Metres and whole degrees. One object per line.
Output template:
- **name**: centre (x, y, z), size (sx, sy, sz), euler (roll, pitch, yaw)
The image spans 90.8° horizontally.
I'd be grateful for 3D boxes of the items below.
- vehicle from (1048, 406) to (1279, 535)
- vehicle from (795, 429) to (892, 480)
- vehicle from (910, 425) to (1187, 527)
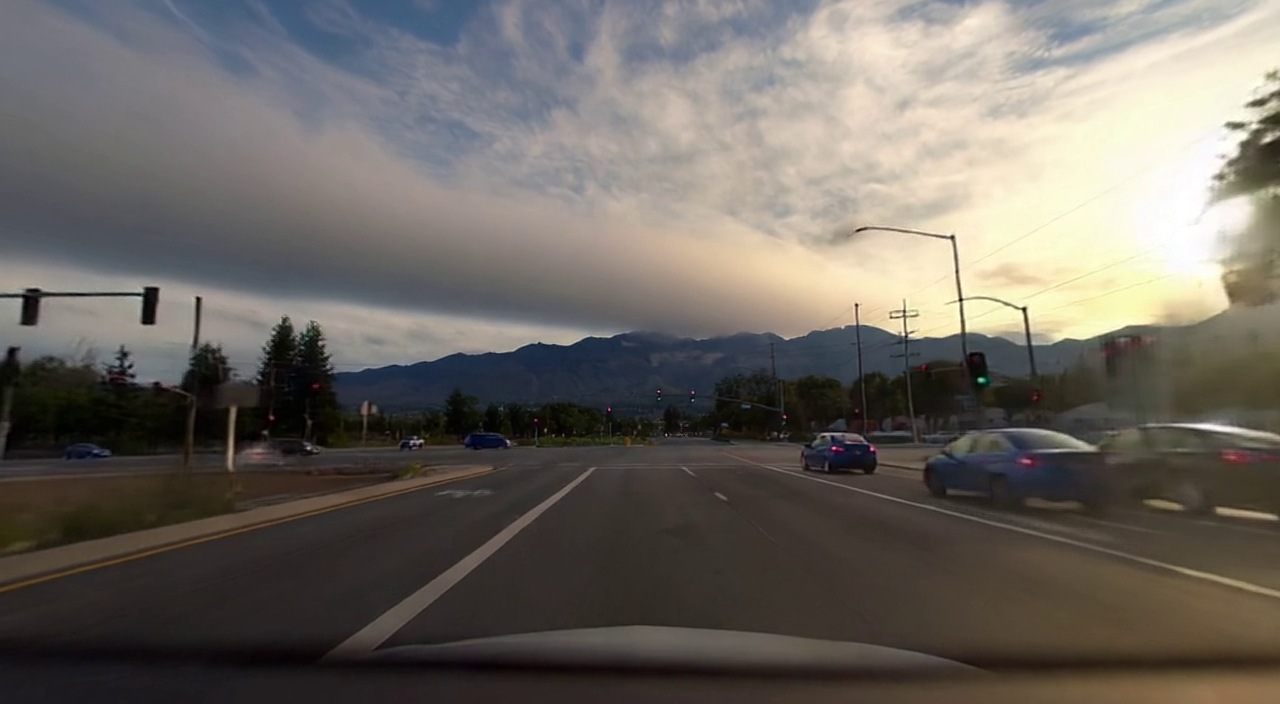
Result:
- **vehicle**: centre (9.663, 1.981, 11.084), size (1.977, 1.773, 4.646), euler (0, -8, 2)
- **vehicle**: centre (6.978, 3.560, 22.228), size (1.899, 1.570, 4.666), euler (0, -8, 0)
- **vehicle**: centre (6.978, 2.155, 11.599), size (1.990, 1.480, 4.624), euler (0, -8, 0)
